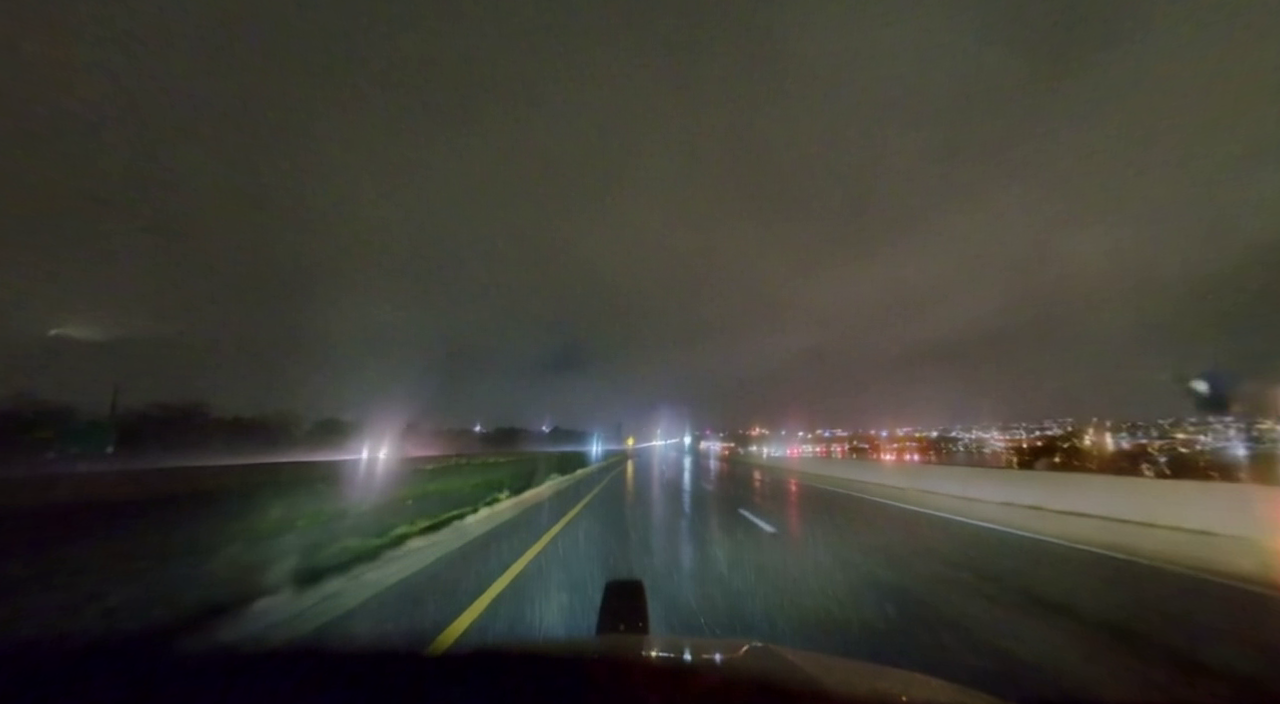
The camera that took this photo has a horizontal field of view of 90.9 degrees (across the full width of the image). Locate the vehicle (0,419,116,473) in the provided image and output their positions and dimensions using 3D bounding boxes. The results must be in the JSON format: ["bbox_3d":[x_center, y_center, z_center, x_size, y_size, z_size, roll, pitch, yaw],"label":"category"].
[{"bbox_3d":[-39.997,6.370,42.899,2.893,3.371,6.704,0,-8,-1],"label":"vehicle"}]
